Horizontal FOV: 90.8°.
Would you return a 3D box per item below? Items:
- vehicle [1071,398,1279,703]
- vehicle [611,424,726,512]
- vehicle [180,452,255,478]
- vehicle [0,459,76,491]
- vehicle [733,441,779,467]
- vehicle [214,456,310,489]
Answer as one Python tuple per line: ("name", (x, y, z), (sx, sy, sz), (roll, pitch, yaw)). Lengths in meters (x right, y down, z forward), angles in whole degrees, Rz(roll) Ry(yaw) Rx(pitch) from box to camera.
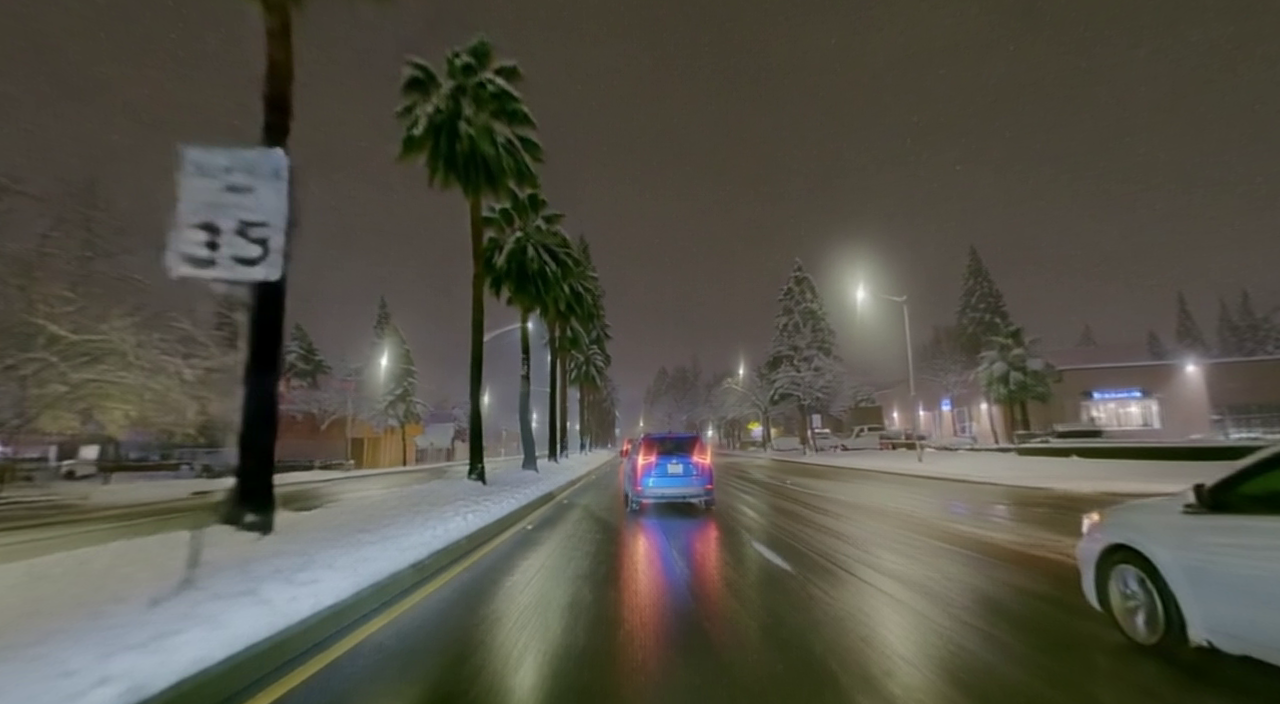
("vehicle", (3.756, 0.790, 1.723), (1.941, 1.472, 4.570), (0, -8, 0))
("vehicle", (0.463, 2.587, 14.559), (2.239, 1.693, 4.301), (0, -8, -3))
("vehicle", (-29.387, 7.822, 44.071), (2.288, 1.552, 4.195), (-1, -8, 1))
("vehicle", (-31.367, 6.206, 32.122), (1.765, 1.417, 3.827), (0, -8, 0))
("vehicle", (6.979, 6.152, 38.426), (1.930, 1.457, 4.267), (0, -8, -2))
("vehicle", (-19.441, 6.188, 32.776), (1.848, 1.460, 4.641), (-1, -8, 4))
